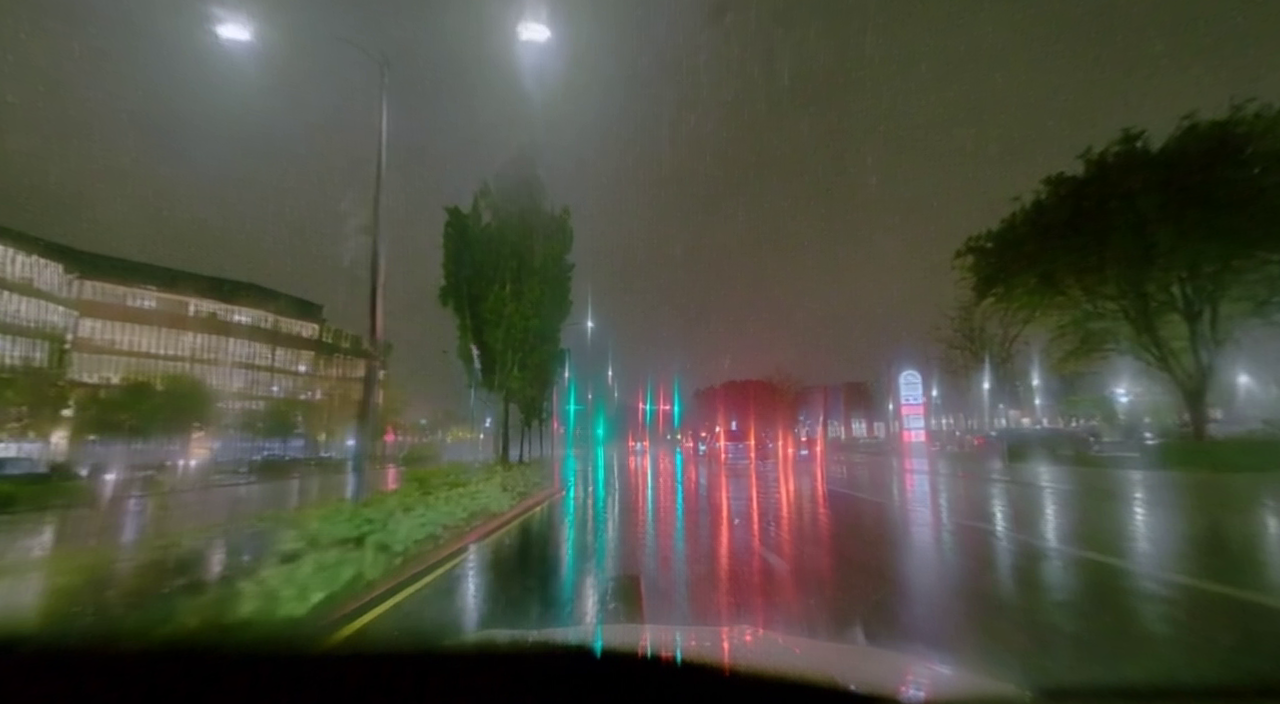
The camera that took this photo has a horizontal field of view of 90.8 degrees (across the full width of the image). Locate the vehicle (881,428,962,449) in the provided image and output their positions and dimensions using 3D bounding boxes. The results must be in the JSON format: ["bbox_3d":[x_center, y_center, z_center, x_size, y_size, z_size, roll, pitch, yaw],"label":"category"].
[{"bbox_3d":[20.293,6.274,45.633,4.813,1.483,2.129,0,-8,0],"label":"vehicle"}]

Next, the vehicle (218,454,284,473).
[{"bbox_3d":[-30.250,8.684,49.203,4.040,1.389,1.664,0,-8,0],"label":"vehicle"}]

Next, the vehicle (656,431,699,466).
[{"bbox_3d":[1.978,5.078,33.343,2.100,1.683,4.231,-1,-8,3],"label":"vehicle"}]

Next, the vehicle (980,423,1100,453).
[{"bbox_3d":[19.989,4.321,31.730,4.619,1.447,2.054,0,-9,0],"label":"vehicle"}]
